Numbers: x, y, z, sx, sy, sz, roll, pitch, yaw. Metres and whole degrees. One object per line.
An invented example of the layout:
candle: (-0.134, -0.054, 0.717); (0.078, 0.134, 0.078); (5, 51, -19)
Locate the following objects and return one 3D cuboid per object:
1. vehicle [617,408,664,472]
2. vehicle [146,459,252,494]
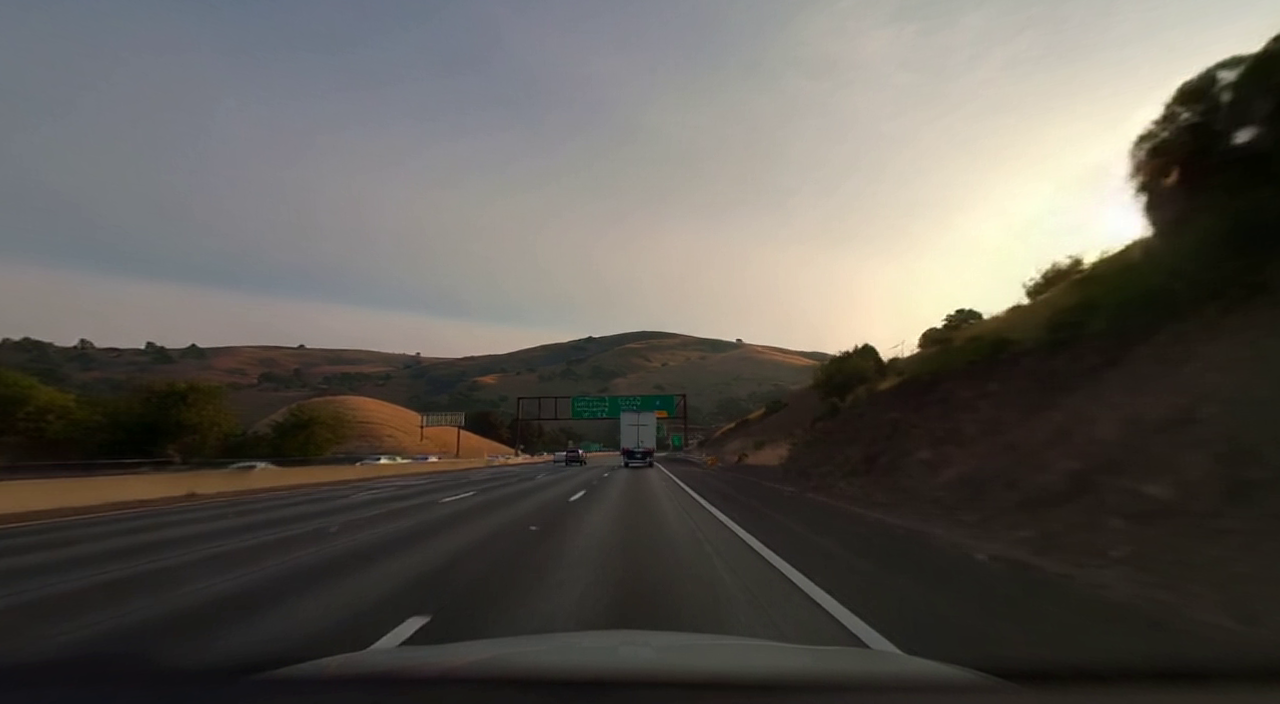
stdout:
vehicle: (0.126, 6.568, 46.555); (3.039, 4.131, 11.822); (0, -9, 1)
vehicle: (-21.577, 6.095, 31.060); (1.926, 1.503, 4.481); (0, -9, 1)
